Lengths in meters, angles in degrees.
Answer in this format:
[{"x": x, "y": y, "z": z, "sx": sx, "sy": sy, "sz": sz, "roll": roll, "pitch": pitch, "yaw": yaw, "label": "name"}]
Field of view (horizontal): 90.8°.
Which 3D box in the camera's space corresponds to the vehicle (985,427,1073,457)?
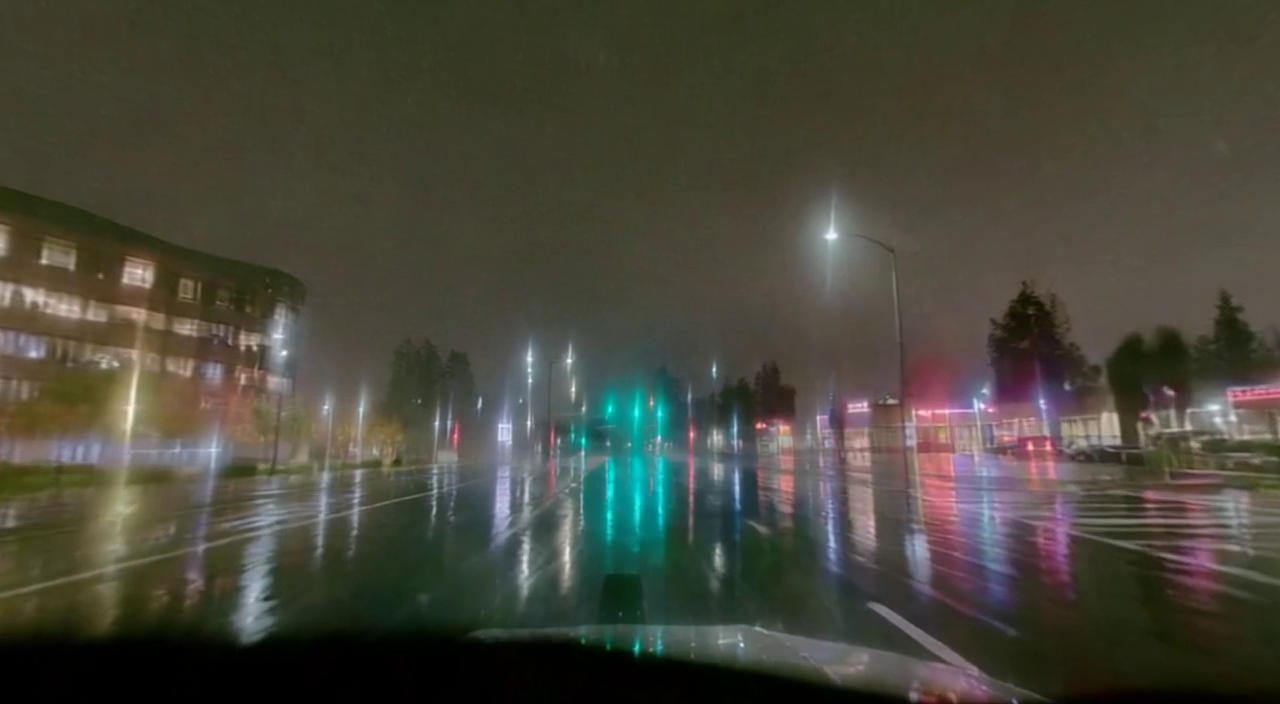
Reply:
[{"x": 29.527, "y": 6.813, "z": 47.876, "sx": 6.327, "sy": 1.962, "sz": 2.210, "roll": 1, "pitch": -9, "yaw": -23, "label": "vehicle"}]
